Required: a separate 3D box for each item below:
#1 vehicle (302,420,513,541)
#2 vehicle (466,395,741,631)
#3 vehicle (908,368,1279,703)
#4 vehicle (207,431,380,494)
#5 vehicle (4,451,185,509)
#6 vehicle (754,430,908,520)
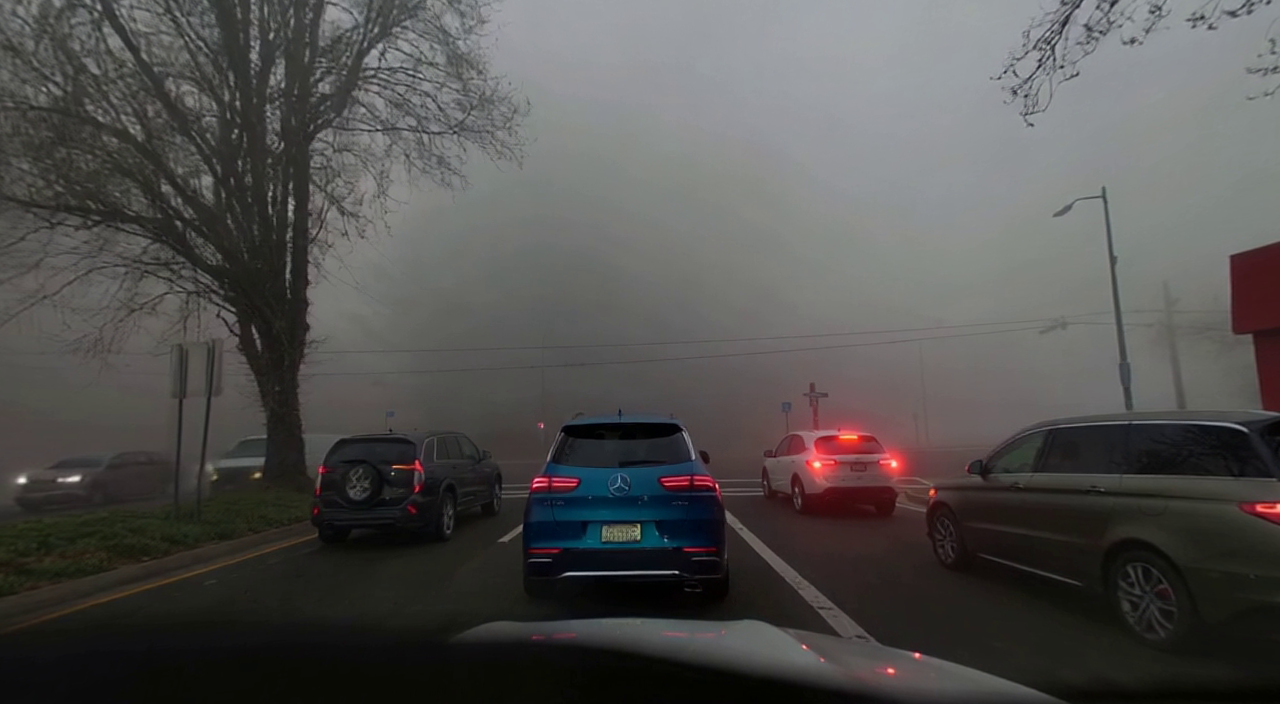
[{"bbox_3d":[-3.754,2.154,11.195,2.012,1.701,4.316,0,-8,1],"label":"vehicle"},{"bbox_3d":[-0.149,1.473,6.734,2.022,1.700,4.084,0,-8,4],"label":"vehicle"},{"bbox_3d":[4.164,1.271,5.386,2.014,1.740,4.515,-1,-8,4],"label":"vehicle"},{"bbox_3d":[-12.016,3.878,22.693,2.276,1.926,6.686,0,-8,2],"label":"vehicle"},{"bbox_3d":[-15.768,3.670,18.560,1.774,1.468,3.863,0,-8,1],"label":"vehicle"},{"bbox_3d":[3.683,2.430,12.971,1.847,1.554,3.885,0,-8,-2],"label":"vehicle"}]
